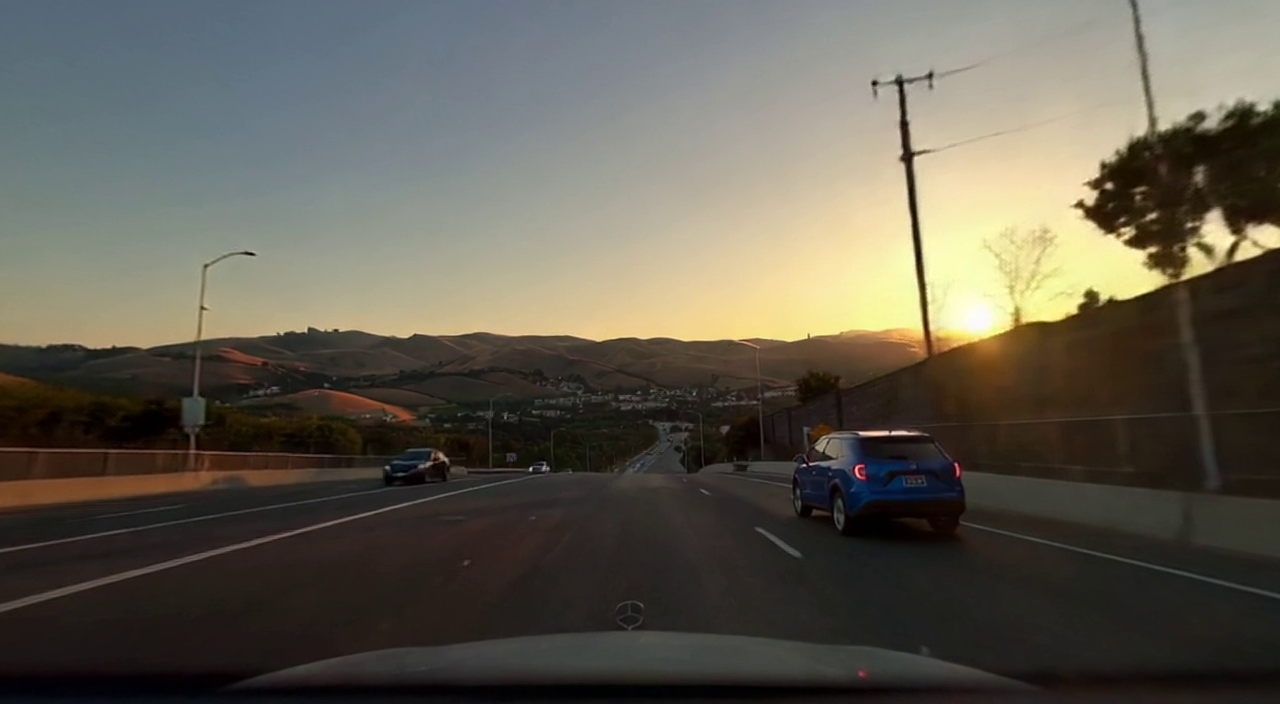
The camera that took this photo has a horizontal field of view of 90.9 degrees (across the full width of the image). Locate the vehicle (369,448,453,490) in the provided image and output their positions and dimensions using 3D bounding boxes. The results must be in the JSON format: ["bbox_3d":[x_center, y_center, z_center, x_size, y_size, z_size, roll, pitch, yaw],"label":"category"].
[{"bbox_3d":[-10.611,5.433,29.689,2.144,1.762,4.604,0,-9,1],"label":"vehicle"}]

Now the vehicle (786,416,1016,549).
[{"bbox_3d":[3.949,2.048,10.554,1.989,1.730,4.324,0,-9,0],"label":"vehicle"}]
